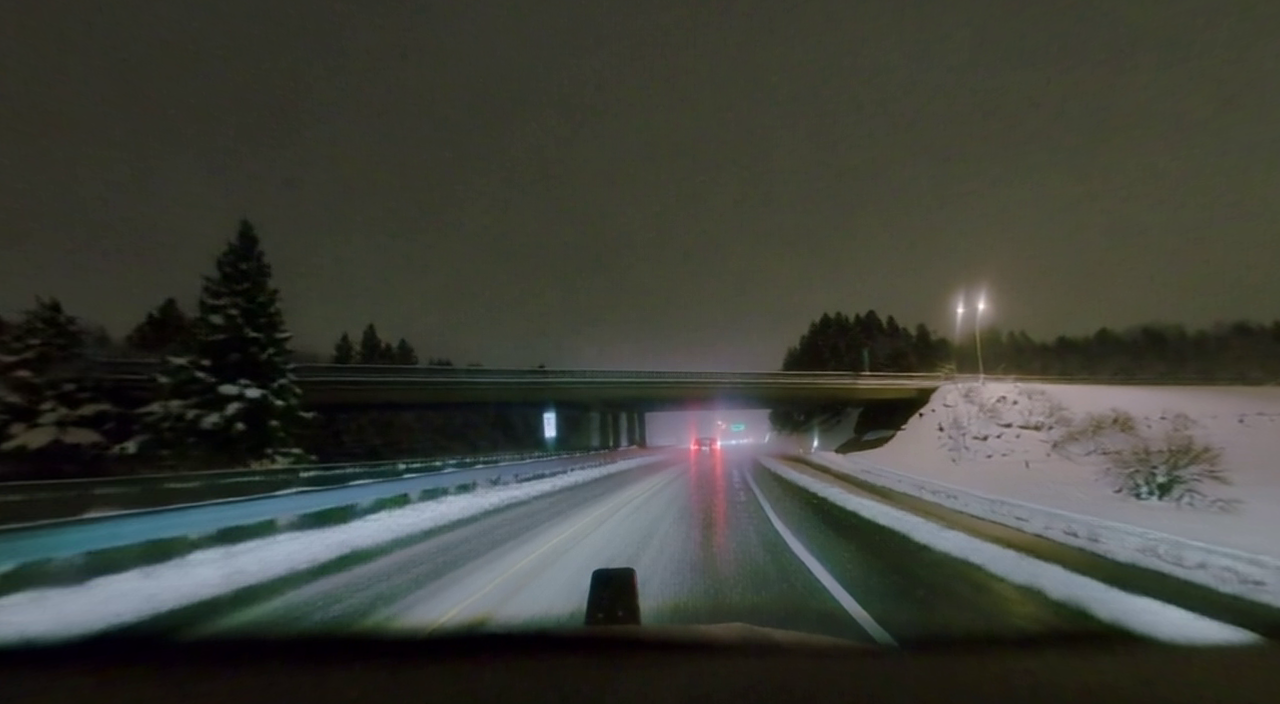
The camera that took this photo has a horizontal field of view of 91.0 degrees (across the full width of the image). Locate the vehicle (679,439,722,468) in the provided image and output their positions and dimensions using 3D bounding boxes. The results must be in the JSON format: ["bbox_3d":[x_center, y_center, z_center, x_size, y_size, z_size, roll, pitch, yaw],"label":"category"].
[{"bbox_3d":[3.328,5.431,33.940,2.028,1.440,3.970,-2,-8,9],"label":"vehicle"}]
